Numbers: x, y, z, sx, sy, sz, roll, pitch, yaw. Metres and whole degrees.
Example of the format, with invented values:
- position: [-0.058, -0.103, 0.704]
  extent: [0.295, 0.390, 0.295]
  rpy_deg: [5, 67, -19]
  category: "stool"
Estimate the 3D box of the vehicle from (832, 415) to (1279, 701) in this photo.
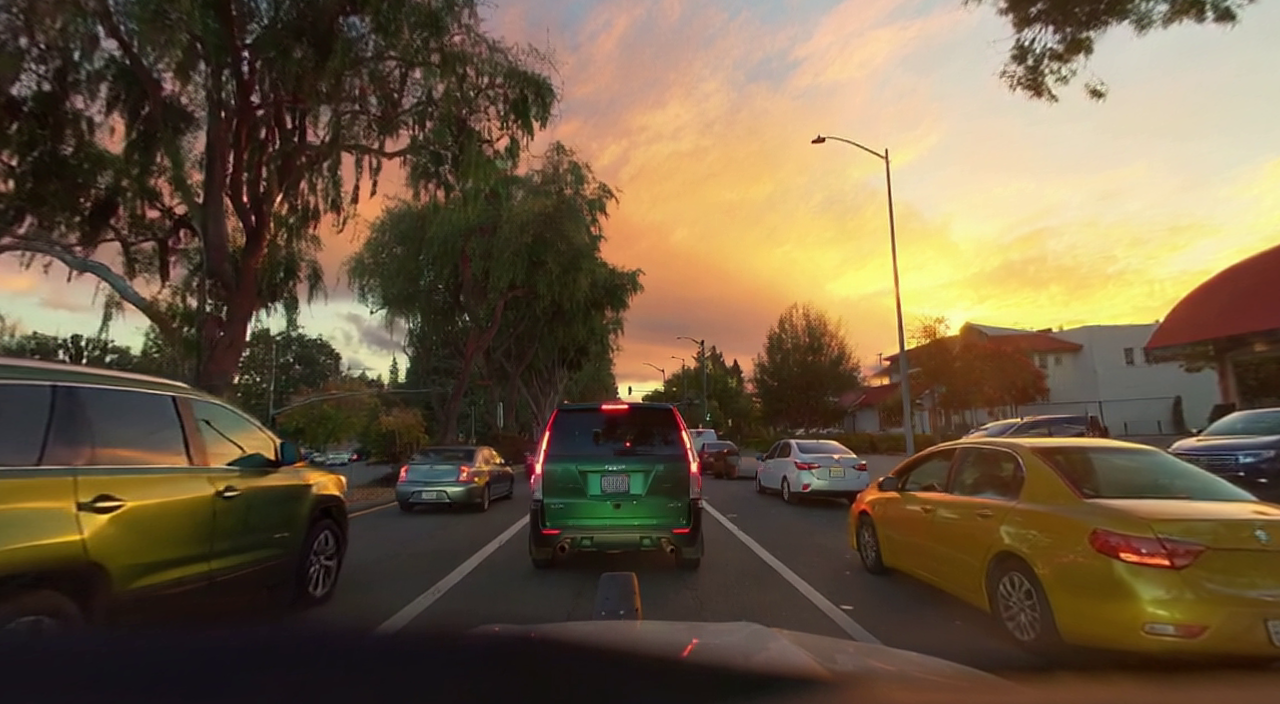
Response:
- position: [3.370, 1.401, 5.553]
  extent: [1.900, 1.477, 4.352]
  rpy_deg: [0, -8, -1]
  category: "vehicle"

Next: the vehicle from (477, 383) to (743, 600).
- position: [-0.297, 1.487, 7.514]
  extent: [2.238, 1.825, 4.190]
  rpy_deg: [0, -9, -1]
  category: "vehicle"

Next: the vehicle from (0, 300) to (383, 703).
- position: [-3.611, 0.941, 3.827]
  extent: [2.231, 1.853, 4.461]
  rpy_deg: [0, -9, 0]
  category: "vehicle"

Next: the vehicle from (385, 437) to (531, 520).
- position: [-3.622, 2.580, 13.433]
  extent: [1.849, 1.451, 4.218]
  rpy_deg: [0, -9, 0]
  category: "vehicle"

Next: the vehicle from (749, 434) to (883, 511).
- position: [3.913, 2.744, 14.873]
  extent: [1.875, 1.521, 4.192]
  rpy_deg: [0, -8, -1]
  category: "vehicle"
